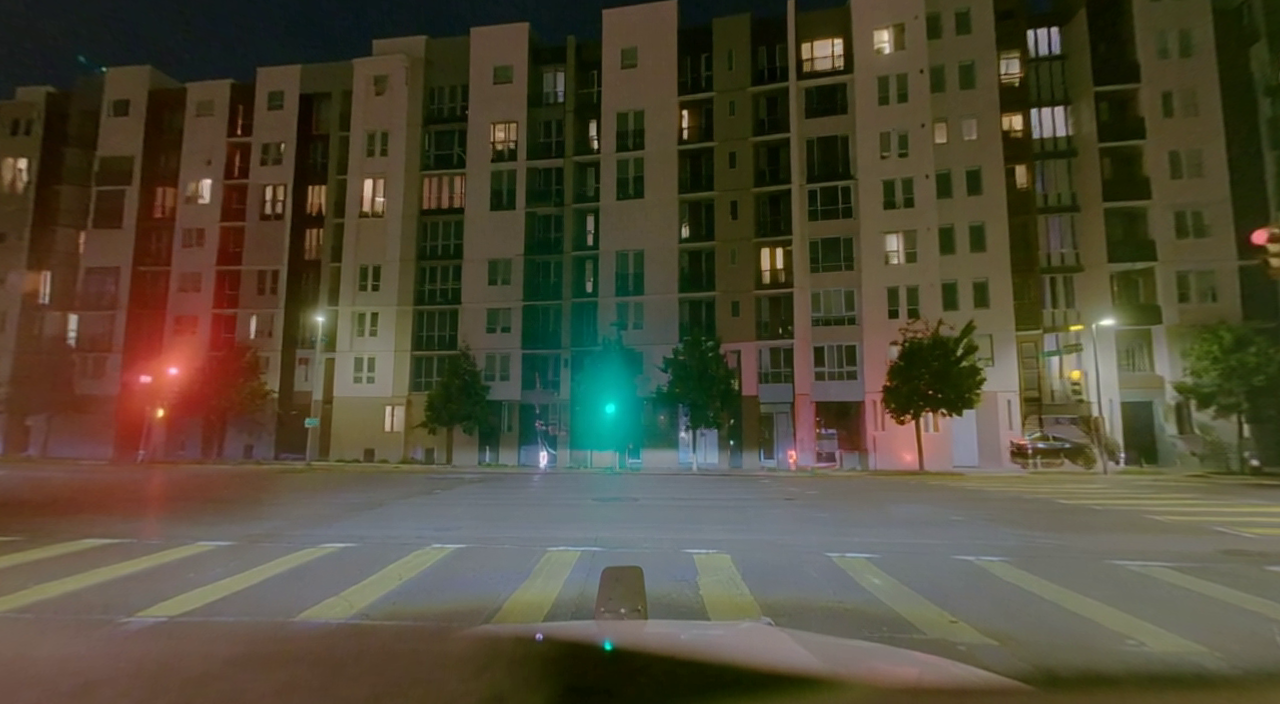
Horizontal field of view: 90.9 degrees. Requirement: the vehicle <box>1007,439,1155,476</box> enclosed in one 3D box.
[{"bbox_3d":[18.555,4.462,26.702,4.823,1.458,1.914,0,-9,-1],"label":"vehicle"}]
